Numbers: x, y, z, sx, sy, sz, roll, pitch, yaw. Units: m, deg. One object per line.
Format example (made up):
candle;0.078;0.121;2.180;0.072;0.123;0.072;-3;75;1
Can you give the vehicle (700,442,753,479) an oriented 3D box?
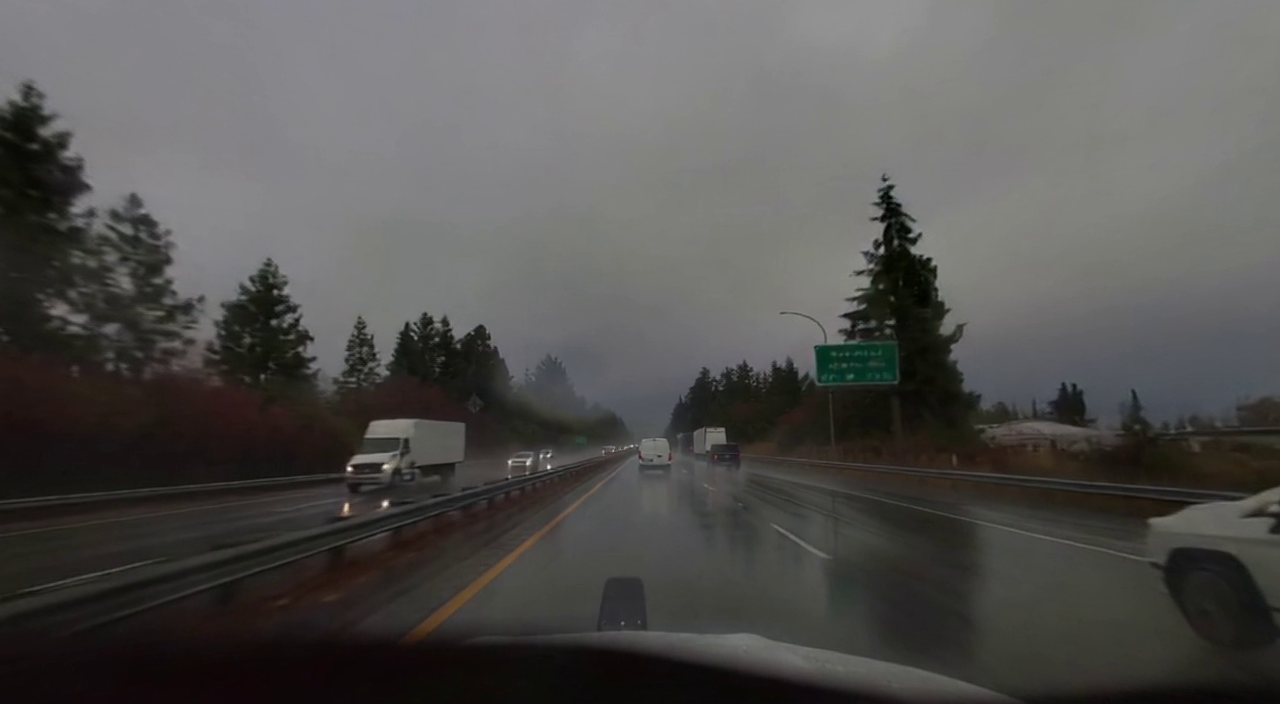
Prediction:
vehicle;4.196;5.321;31.251;1.961;1.689;3.971;0;-9;-1

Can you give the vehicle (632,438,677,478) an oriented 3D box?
vehicle;0.670;5.400;32.371;2.143;1.925;4.101;0;-9;0

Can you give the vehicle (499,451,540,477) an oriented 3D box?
vehicle;-8.259;7.714;43.652;1.911;1.666;4.389;0;-9;1

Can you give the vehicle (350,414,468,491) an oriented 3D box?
vehicle;-12.847;5.761;36.350;2.923;3.786;9.994;0;-9;0
